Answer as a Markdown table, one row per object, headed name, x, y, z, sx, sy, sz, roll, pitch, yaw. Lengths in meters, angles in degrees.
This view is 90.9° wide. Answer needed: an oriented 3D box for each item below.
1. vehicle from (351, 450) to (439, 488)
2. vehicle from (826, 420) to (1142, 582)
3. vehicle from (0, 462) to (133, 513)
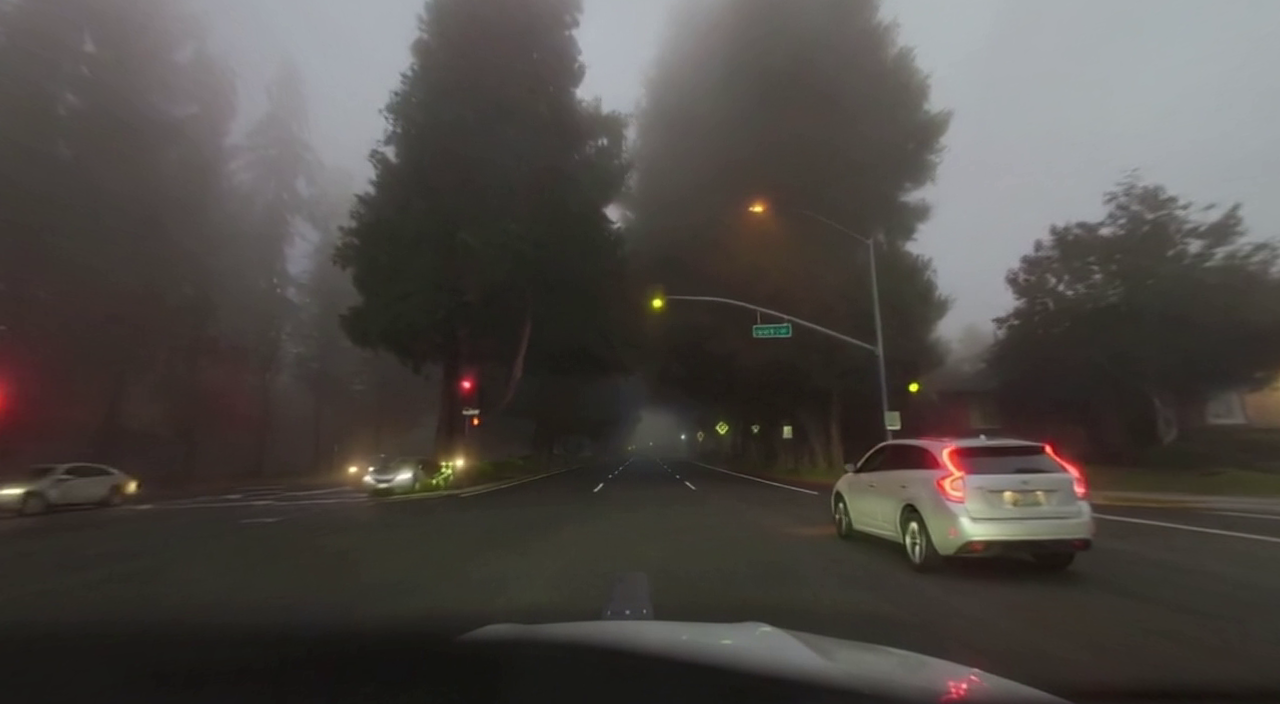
| name | x | y | z | sx | sy | sz | roll | pitch | yaw |
| --- | --- | --- | --- | --- | --- | --- | --- | --- | --- |
| vehicle | -10.339 | 4.933 | 26.970 | 2.029 | 1.453 | 4.188 | 0 | -9 | 1 |
| vehicle | 3.972 | 1.757 | 8.136 | 2.018 | 1.591 | 3.564 | 0 | -9 | 0 |
| vehicle | -20.723 | 4.679 | 22.185 | 1.844 | 1.494 | 4.706 | 0 | -9 | 0 |
